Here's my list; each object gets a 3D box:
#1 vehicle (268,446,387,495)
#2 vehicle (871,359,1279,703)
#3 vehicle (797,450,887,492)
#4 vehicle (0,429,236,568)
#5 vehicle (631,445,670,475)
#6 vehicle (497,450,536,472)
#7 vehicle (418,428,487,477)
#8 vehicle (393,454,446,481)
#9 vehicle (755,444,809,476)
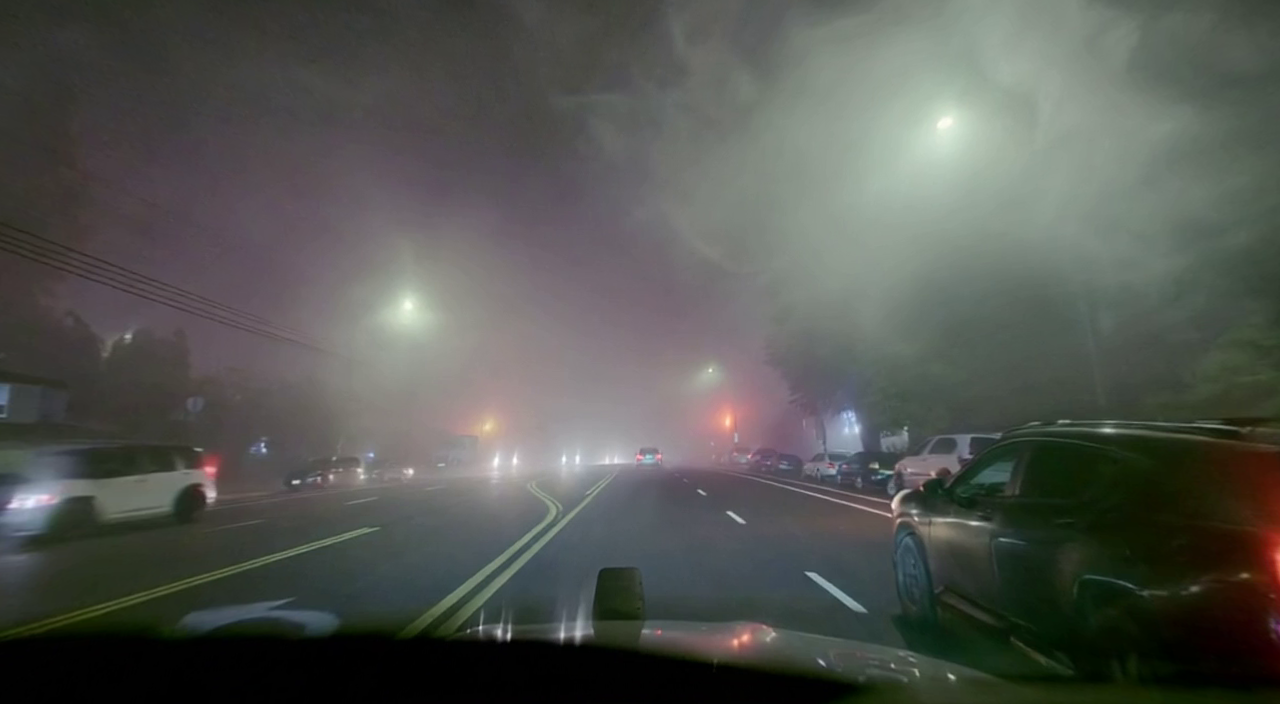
[{"bbox_3d":[-14.092,5.340,29.050,2.367,1.849,5.874,-2,-8,2],"label":"vehicle"},{"bbox_3d":[3.230,1.082,3.741,2.070,1.633,4.461,0,-8,1],"label":"vehicle"},{"bbox_3d":[7.673,4.532,24.501,1.874,1.437,4.593,0,-8,-1],"label":"vehicle"},{"bbox_3d":[-9.460,2.200,10.155,2.217,1.803,5.532,0,-8,1],"label":"vehicle"},{"bbox_3d":[0.558,6.056,35.651,2.067,1.547,4.513,0,-8,0],"label":"vehicle"},{"bbox_3d":[-9.532,8.461,49.261,2.060,1.507,4.532,-1,-8,1],"label":"vehicle"},{"bbox_3d":[-14.048,7.575,47.986,2.865,3.346,7.163,-1,-8,1],"label":"vehicle"},{"bbox_3d":[-14.023,7.357,40.517,1.806,1.463,4.714,-2,-8,-1],"label":"vehicle"},{"bbox_3d":[8.060,6.147,36.297,2.003,1.723,4.654,0,-8,0],"label":"vehicle"}]
